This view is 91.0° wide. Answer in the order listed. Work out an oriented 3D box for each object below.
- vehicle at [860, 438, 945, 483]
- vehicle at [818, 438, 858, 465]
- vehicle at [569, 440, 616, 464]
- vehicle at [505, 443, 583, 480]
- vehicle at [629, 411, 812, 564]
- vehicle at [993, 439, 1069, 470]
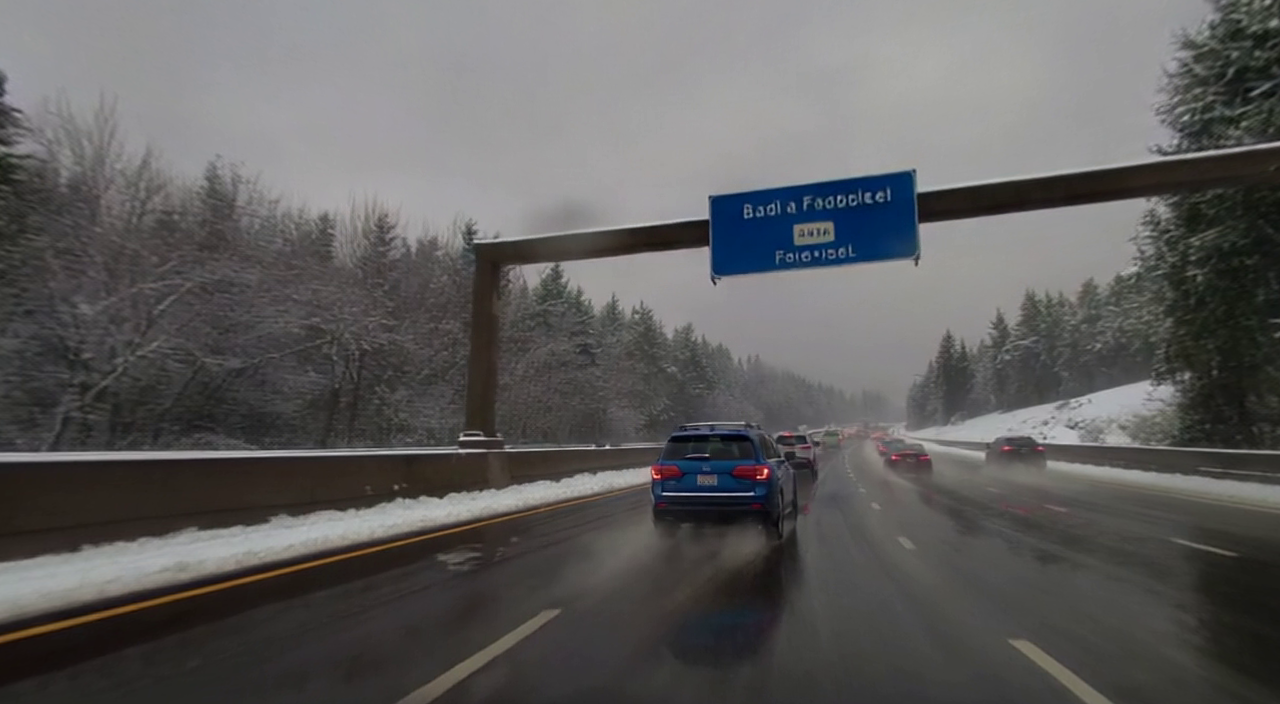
[{"bbox_3d":[9.381,3.894,22.918,1.962,1.442,4.536,-2,-8,11],"label":"vehicle"},{"bbox_3d":[12.537,6.308,40.140,1.857,1.584,3.976,-1,-8,9],"label":"vehicle"},{"bbox_3d":[-3.531,7.652,48.282,1.989,1.703,4.959,-3,-9,16],"label":"vehicle"},{"bbox_3d":[-4.359,5.035,29.391,1.917,1.566,4.370,-2,-9,16],"label":"vehicle"},{"bbox_3d":[1.393,1.789,9.075,2.021,1.635,4.085,-2,-9,15],"label":"vehicle"},{"bbox_3d":[19.950,5.223,32.335,1.990,1.478,4.475,-2,-9,15],"label":"vehicle"}]
